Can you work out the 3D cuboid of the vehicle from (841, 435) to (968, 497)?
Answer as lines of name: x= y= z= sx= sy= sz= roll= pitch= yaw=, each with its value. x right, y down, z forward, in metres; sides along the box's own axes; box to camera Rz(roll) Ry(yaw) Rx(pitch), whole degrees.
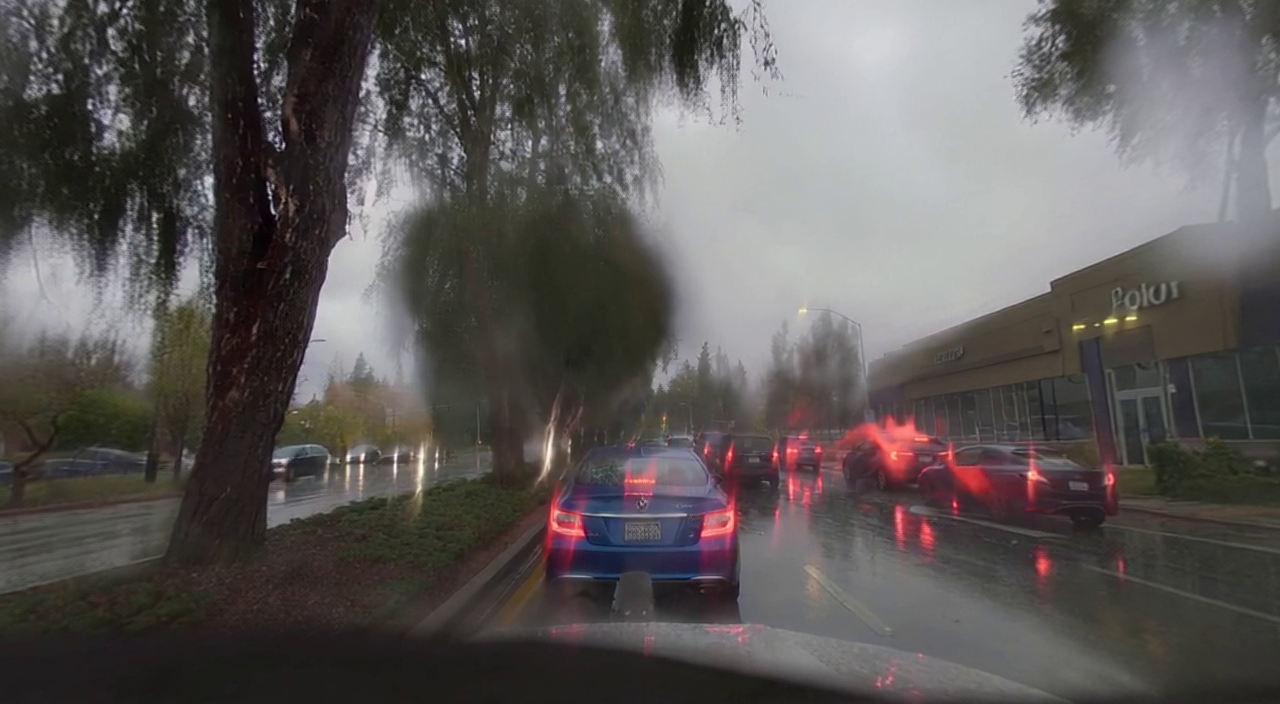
vehicle: x=7.883 y=3.414 z=19.328 sx=1.963 sy=1.637 sz=4.527 roll=0 pitch=-8 yaw=1

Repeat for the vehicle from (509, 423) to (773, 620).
vehicle: x=-0.020 y=1.597 z=6.996 sx=1.977 sy=1.465 sz=4.376 roll=0 pitch=-8 yaw=-1

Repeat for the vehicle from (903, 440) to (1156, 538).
vehicle: x=6.831 y=2.398 z=11.791 sx=1.911 sy=1.468 sz=4.417 roll=0 pitch=-8 yaw=0

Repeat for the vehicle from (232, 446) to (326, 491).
vehicle: x=-15.620 y=5.006 z=27.563 sx=2.163 sy=1.743 sz=4.428 roll=1 pitch=-9 yaw=-11
